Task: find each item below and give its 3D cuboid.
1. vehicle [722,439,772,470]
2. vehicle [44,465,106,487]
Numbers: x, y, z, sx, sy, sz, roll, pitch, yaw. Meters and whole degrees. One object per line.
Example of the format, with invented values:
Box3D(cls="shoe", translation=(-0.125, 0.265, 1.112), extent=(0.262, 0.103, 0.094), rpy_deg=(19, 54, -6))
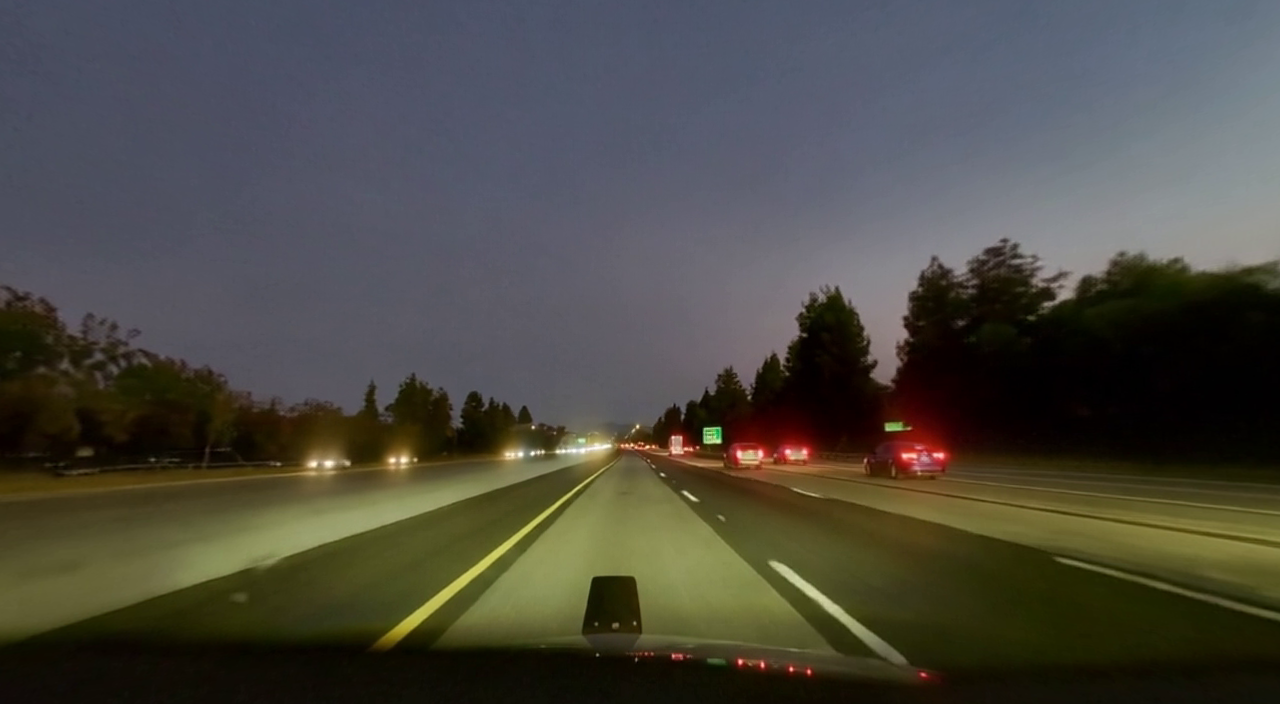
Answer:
Box3D(cls="vehicle", translation=(6.167, 5.982, 36.960), extent=(2.030, 1.706, 4.279), rpy_deg=(0, -9, -2))
Box3D(cls="vehicle", translation=(-41.499, 9.116, 46.523), extent=(1.574, 1.349, 3.499), rpy_deg=(-2, -8, -6))
